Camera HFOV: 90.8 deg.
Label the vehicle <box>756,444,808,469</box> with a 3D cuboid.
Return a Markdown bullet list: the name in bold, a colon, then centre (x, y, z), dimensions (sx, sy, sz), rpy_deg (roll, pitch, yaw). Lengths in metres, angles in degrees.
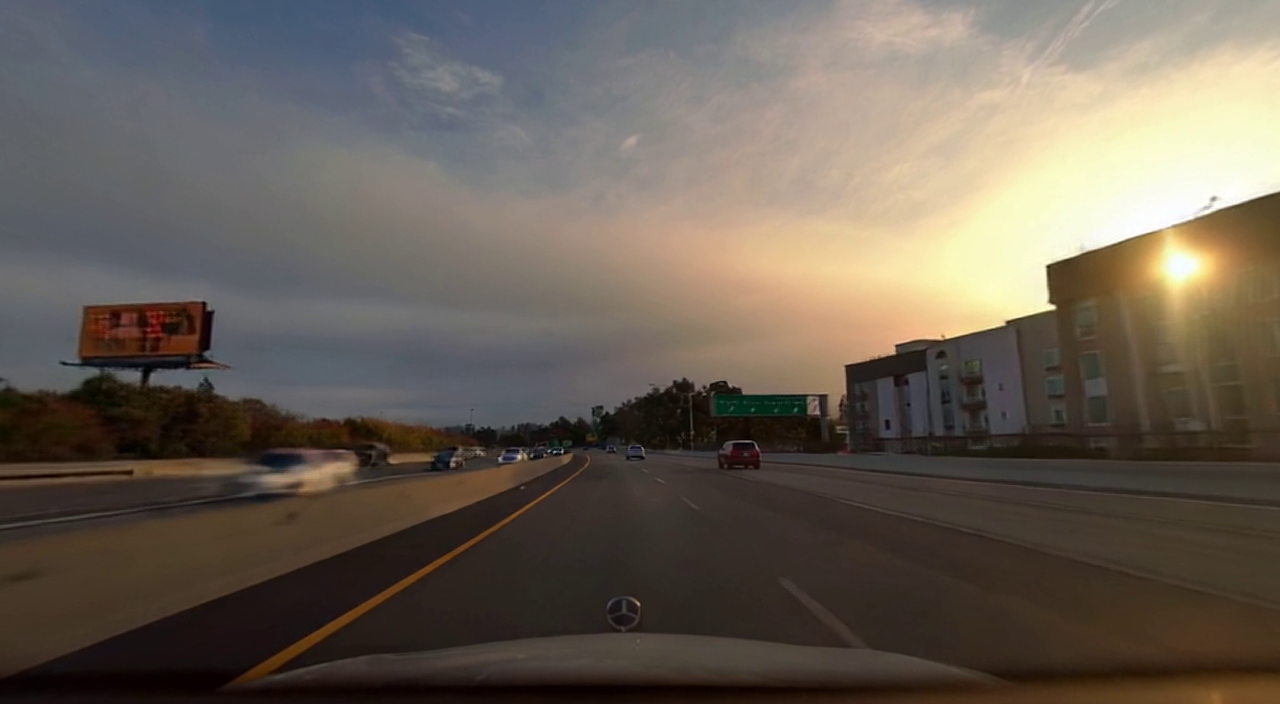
- **vehicle**: centre (9.017, 6.674, 40.643), dimensions (1.981, 1.508, 4.768), rpy_deg (0, -9, -3)

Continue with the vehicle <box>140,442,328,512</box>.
- **vehicle**: centre (-9.885, 3.020, 15.941), dimensions (1.799, 1.433, 4.661), rpy_deg (0, -8, -2)

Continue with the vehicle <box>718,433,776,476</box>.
- **vehicle**: centre (5.747, 5.584, 34.617), dimensions (2.043, 2.154, 4.731), rpy_deg (0, -9, -3)
